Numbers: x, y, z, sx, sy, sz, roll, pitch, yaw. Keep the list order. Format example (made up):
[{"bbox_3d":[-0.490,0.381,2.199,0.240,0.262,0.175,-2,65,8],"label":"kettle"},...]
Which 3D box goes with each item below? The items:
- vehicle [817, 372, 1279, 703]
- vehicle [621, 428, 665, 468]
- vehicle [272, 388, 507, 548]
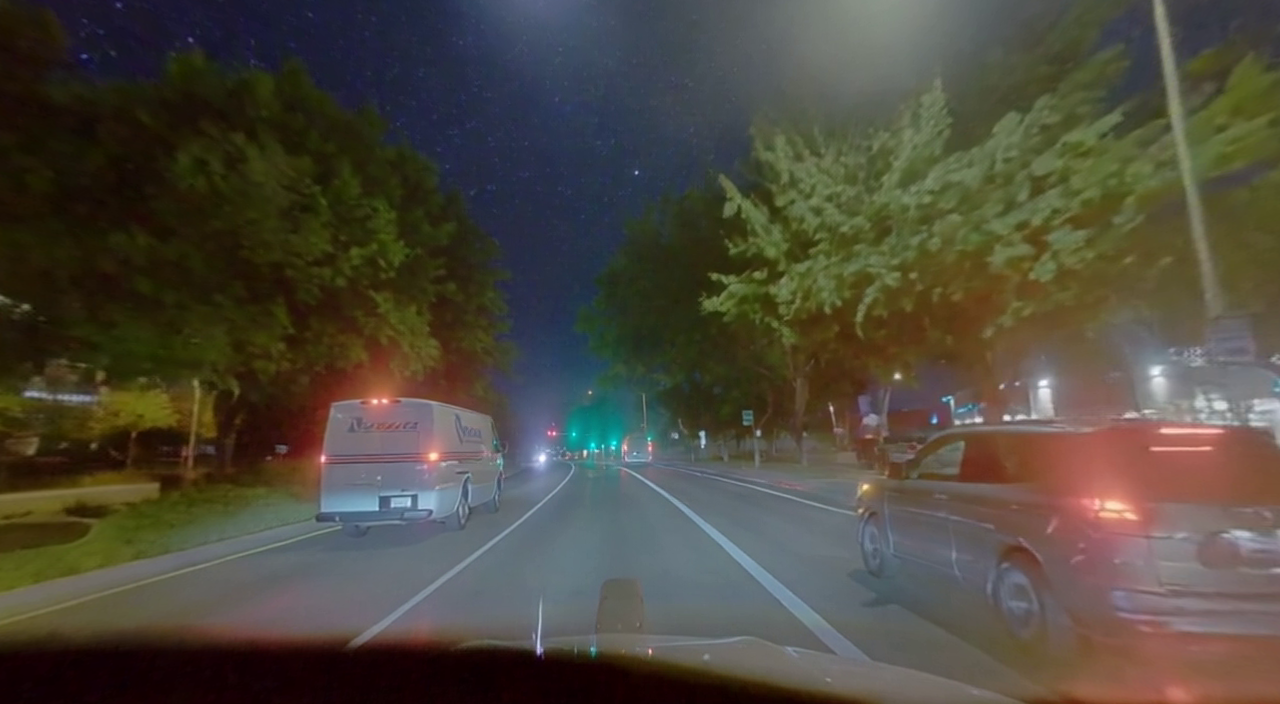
[{"bbox_3d":[3.252,1.265,5.163,2.087,1.658,4.612,0,-9,-2],"label":"vehicle"},{"bbox_3d":[0.129,6.675,44.088,2.397,2.566,5.324,1,-9,-6],"label":"vehicle"},{"bbox_3d":[-3.974,1.958,11.171,2.420,2.227,4.499,0,-9,-2],"label":"vehicle"}]
